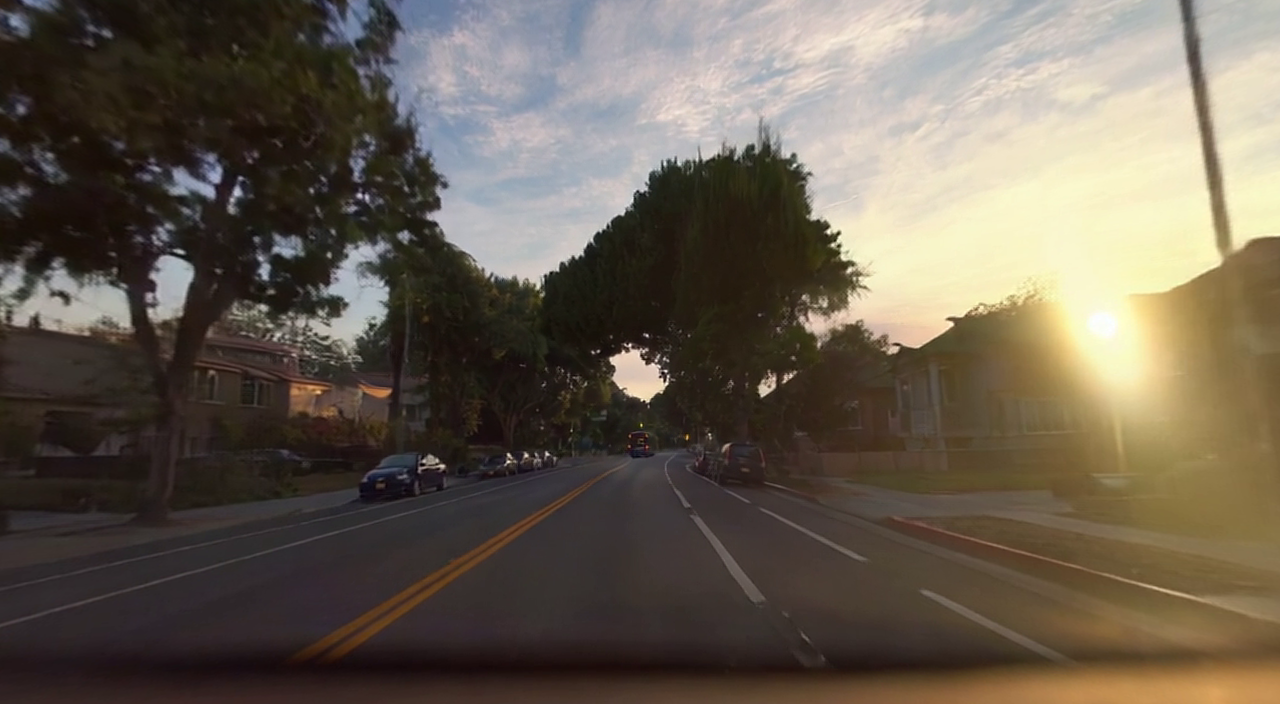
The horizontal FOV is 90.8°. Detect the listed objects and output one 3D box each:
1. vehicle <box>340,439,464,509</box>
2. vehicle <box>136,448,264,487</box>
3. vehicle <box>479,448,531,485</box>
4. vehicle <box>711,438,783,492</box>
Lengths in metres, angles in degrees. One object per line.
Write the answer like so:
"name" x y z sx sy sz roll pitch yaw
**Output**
"vehicle" -7.953 4.071 21.733 2.094 1.840 5.450 -6 -8 0
"vehicle" -19.811 5.195 28.586 4.197 1.659 2.059 0 -8 0
"vehicle" -7.700 6.526 36.439 1.898 1.755 4.603 -5 -8 0
"vehicle" 4.332 4.661 26.343 2.060 1.833 4.927 5 -9 1
